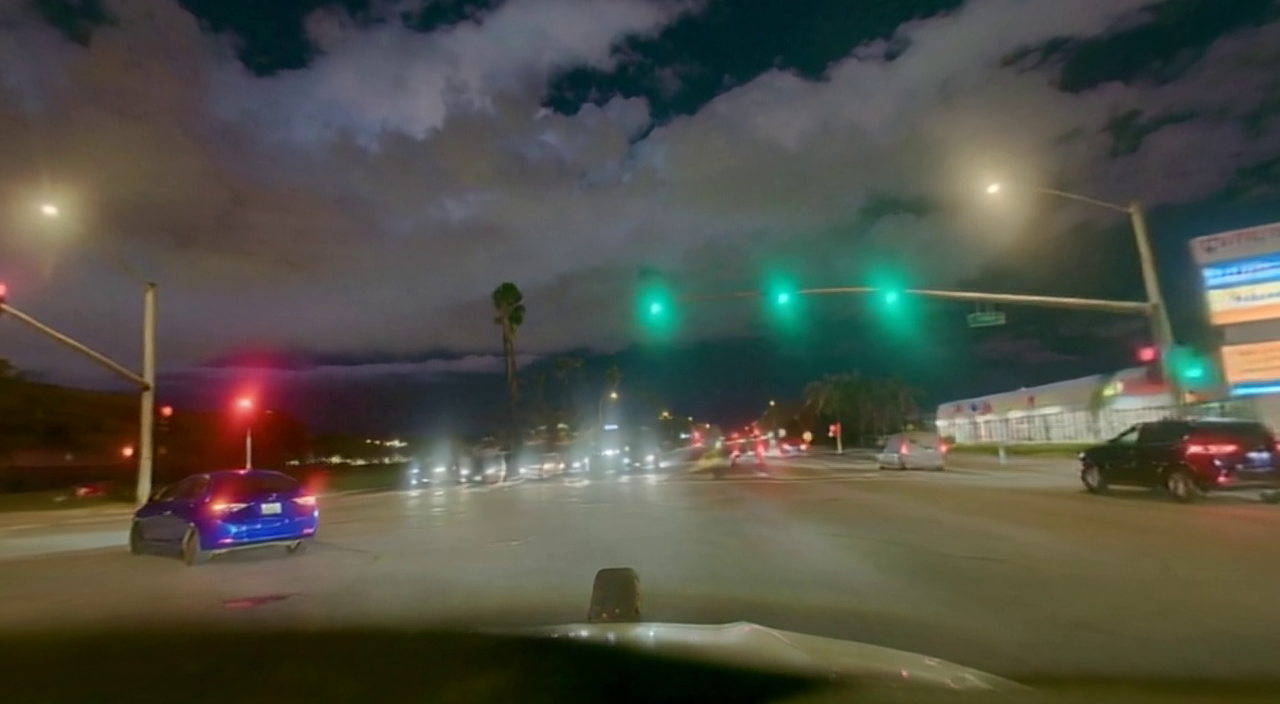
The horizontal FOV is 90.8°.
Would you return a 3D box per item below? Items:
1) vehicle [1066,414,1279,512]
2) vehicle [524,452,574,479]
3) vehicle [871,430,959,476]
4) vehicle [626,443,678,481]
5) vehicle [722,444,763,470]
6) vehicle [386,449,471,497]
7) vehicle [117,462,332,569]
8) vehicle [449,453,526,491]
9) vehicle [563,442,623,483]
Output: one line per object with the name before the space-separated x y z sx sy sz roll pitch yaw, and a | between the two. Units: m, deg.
vehicle | 11.991 2.390 13.882 2.199 1.773 4.568 -1 -9 3
vehicle | -5.363 6.725 37.689 1.973 1.474 4.495 -2 -9 5
vehicle | 12.263 4.582 28.557 2.059 1.859 4.690 -1 -9 3
vehicle | 0.652 5.099 29.558 2.041 1.473 4.221 -2 -7 6
vehicle | 6.257 6.510 39.156 1.977 1.449 4.254 -1 -9 2
vehicle | -9.620 5.486 29.065 2.090 1.593 4.176 -6 -6 6
vehicle | -7.527 2.743 11.310 4.206 1.471 2.089 -9 -12 41
vehicle | -6.660 5.262 28.056 2.041 1.498 4.348 -2 -9 5
vehicle | -2.143 5.176 29.805 2.187 1.740 4.022 -2 -9 5
